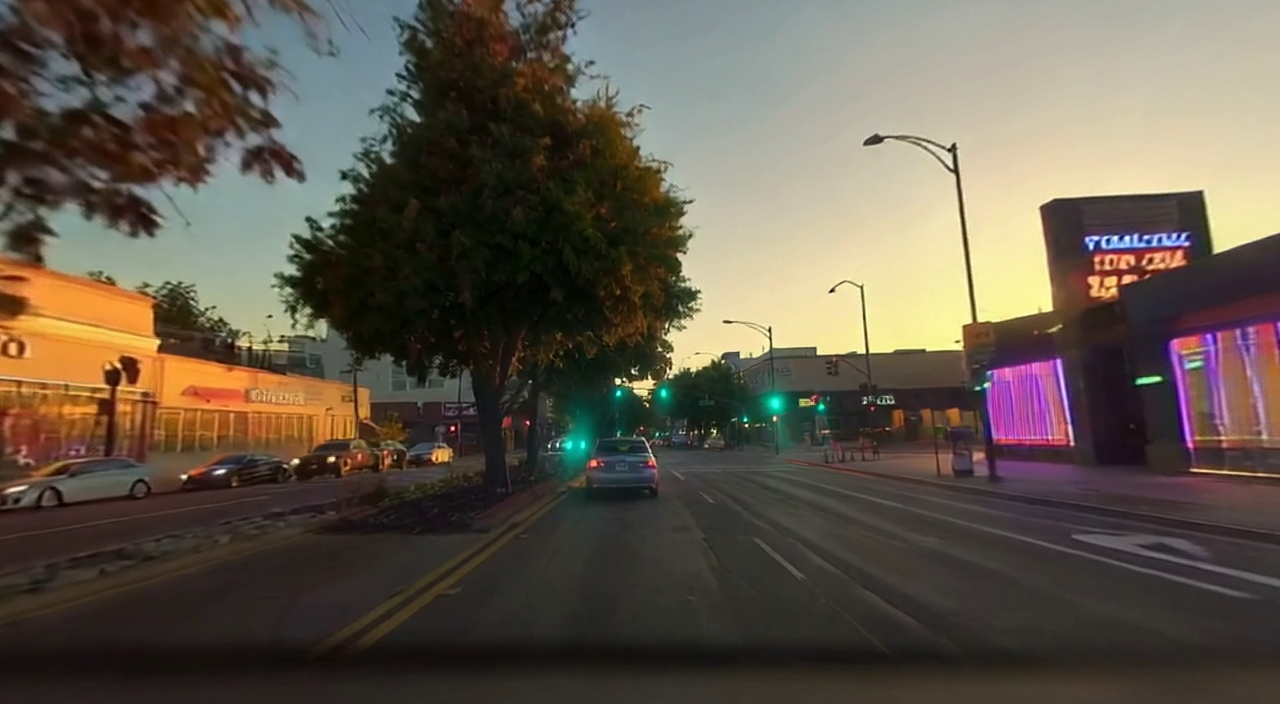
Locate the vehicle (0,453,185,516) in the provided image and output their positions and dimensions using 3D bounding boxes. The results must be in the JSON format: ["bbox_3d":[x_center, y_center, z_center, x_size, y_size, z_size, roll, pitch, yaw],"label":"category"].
[{"bbox_3d":[-15.659,3.603,17.796,1.931,1.455,5.023,0,-9,0],"label":"vehicle"}]

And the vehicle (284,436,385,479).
[{"bbox_3d":[-15.426,5.355,32.392,2.250,1.981,5.861,0,-9,0],"label":"vehicle"}]

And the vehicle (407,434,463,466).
[{"bbox_3d":[-15.077,7.266,46.841,2.285,2.196,5.163,0,-9,1],"label":"vehicle"}]

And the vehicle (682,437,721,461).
[{"bbox_3d":[3.848,6.169,40.187,2.122,1.454,4.271,0,-9,1],"label":"vehicle"}]

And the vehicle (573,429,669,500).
[{"bbox_3d":[-0.397,2.695,15.440,2.045,1.510,3.690,0,-9,0],"label":"vehicle"}]

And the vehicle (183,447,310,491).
[{"bbox_3d":[-15.591,4.615,25.389,2.131,1.560,4.563,-1,-9,1],"label":"vehicle"}]
